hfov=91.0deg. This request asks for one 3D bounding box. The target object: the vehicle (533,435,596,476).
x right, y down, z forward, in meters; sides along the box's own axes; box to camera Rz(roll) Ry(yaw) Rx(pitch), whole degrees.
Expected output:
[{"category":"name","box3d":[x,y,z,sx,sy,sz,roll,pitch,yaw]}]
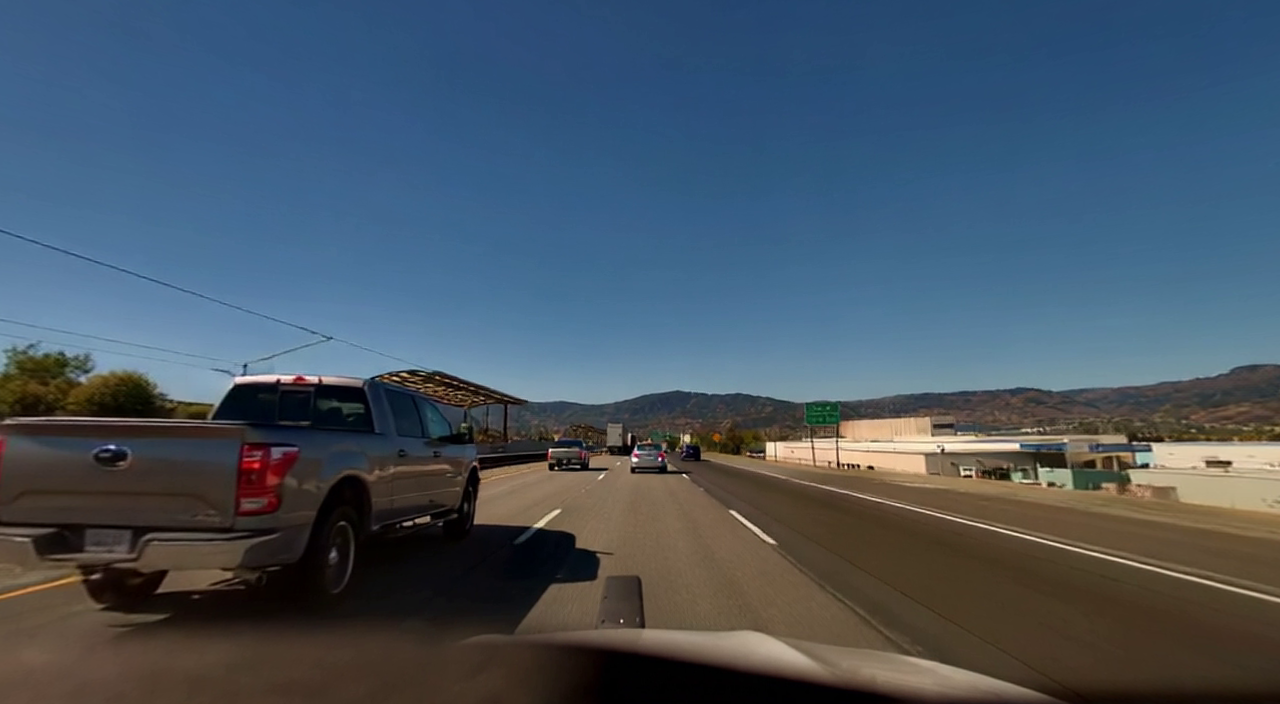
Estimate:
[{"category":"vehicle","box3d":[-3.225,4.546,27.907,2.151,1.613,4.786,0,-8,1]}]

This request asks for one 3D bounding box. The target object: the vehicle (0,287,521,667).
[{"category":"vehicle","box3d":[-3.455,1.182,7.165,2.733,2.230,6.820,0,-8,1]}]

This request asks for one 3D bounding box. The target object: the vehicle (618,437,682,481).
[{"category":"vehicle","box3d":[0.349,3.991,23.724,2.171,1.493,4.081,0,-8,0]}]
